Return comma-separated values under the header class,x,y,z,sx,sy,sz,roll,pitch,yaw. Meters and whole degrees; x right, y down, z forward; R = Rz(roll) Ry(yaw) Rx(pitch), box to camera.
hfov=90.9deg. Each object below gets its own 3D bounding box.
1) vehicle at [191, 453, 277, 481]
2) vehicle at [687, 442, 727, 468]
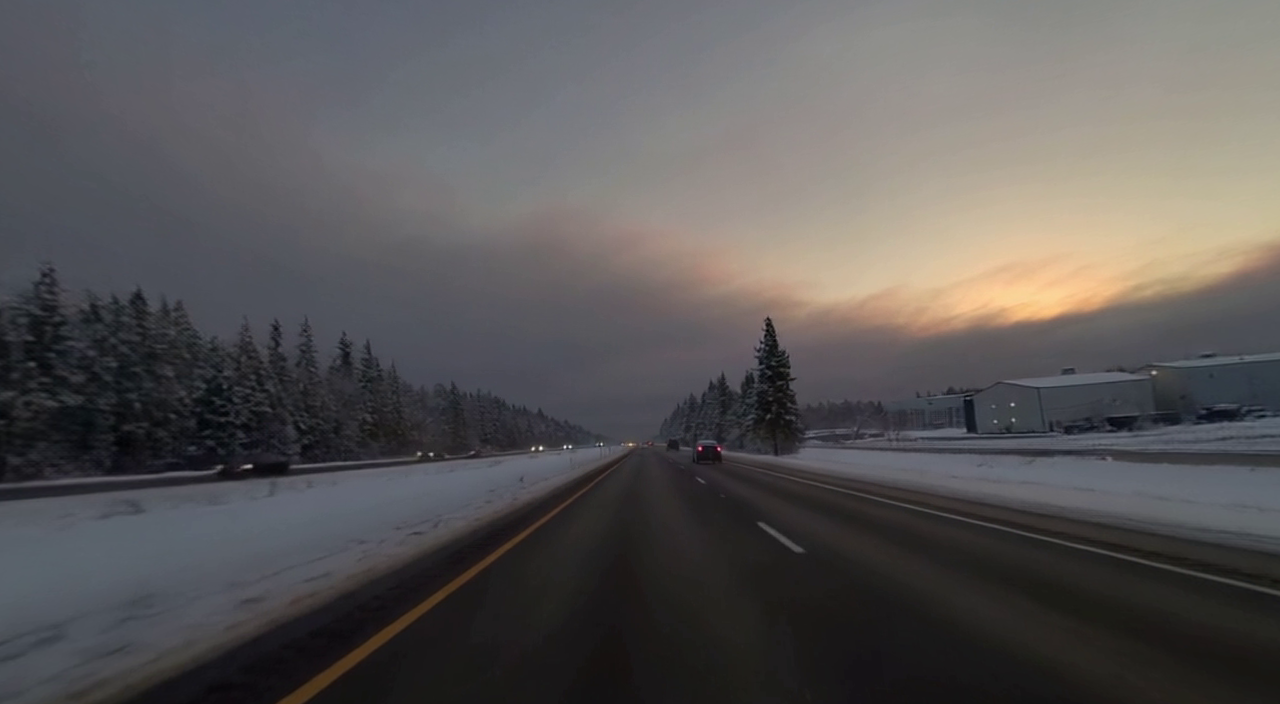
class,x,y,z,sx,sy,sz,roll,pitch,yaw
vehicle,-24.241,6.830,37.878,1.882,1.484,4.811,0,-8,1
vehicle,4.167,6.484,39.990,2.062,1.518,4.026,0,-8,0
